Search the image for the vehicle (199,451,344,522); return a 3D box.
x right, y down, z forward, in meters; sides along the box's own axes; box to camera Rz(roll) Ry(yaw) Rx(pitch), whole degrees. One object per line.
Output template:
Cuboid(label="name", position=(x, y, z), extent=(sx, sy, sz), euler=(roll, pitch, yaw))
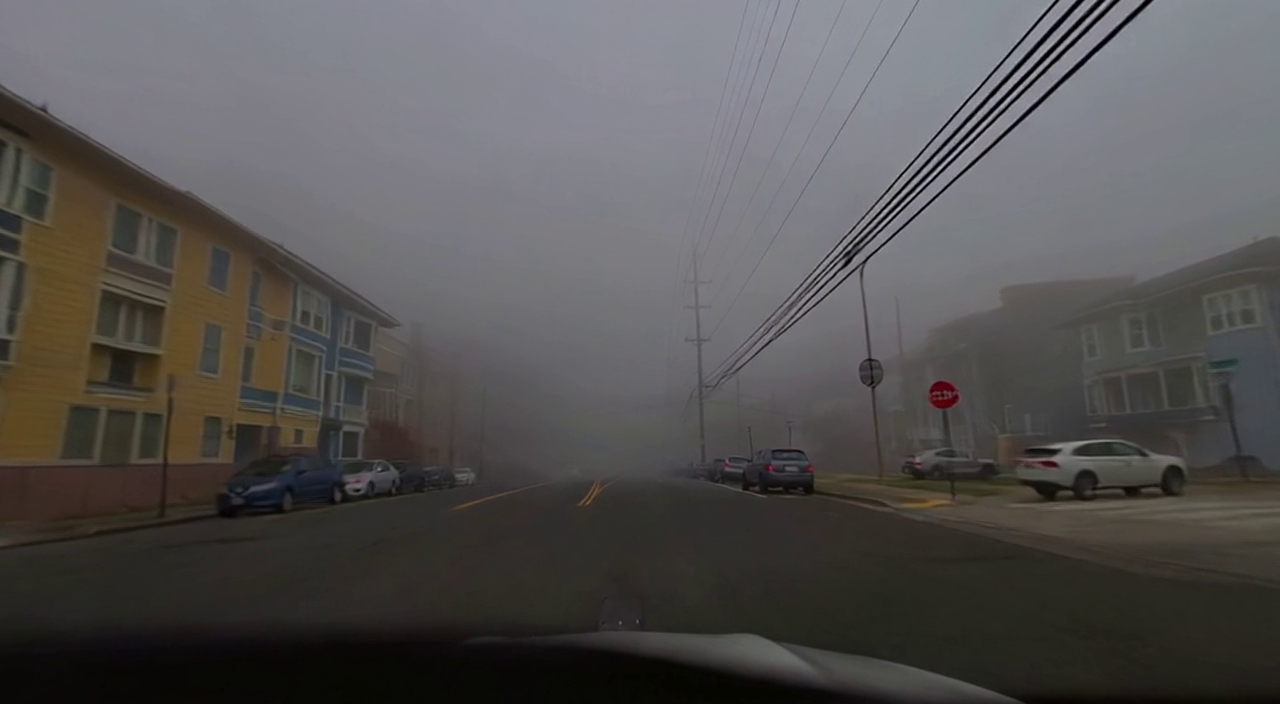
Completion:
Cuboid(label="vehicle", position=(-10.447, 3.830, 18.394), extent=(1.900, 1.683, 4.486), euler=(-2, -10, -6))

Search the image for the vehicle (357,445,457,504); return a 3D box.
Cuboid(label="vehicle", position=(-10.909, 5.744, 30.261), extent=(2.687, 2.491, 5.936), euler=(0, -9, -2))

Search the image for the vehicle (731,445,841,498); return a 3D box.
Cuboid(label="vehicle", position=(4.578, 3.826, 20.680), extent=(2.059, 1.502, 4.824), euler=(1, -9, -5))

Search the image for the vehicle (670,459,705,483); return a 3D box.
Cuboid(label="vehicle", position=(3.387, 8.615, 45.992), extent=(1.917, 1.434, 4.733), euler=(-2, -9, -3))

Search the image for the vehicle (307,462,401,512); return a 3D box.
Cuboid(label="vehicle", position=(-10.777, 5.069, 24.165), extent=(1.826, 1.455, 4.475), euler=(-5, -8, -5))

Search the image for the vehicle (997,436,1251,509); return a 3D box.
Cuboid(label="vehicle", position=(10.582, 2.603, 13.975), extent=(4.336, 1.424, 1.954), euler=(1, -9, -11))

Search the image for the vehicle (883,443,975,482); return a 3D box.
Cuboid(label="vehicle", position=(12.913, 4.954, 28.378), extent=(3.545, 1.448, 2.041), euler=(-5, -4, 24))
